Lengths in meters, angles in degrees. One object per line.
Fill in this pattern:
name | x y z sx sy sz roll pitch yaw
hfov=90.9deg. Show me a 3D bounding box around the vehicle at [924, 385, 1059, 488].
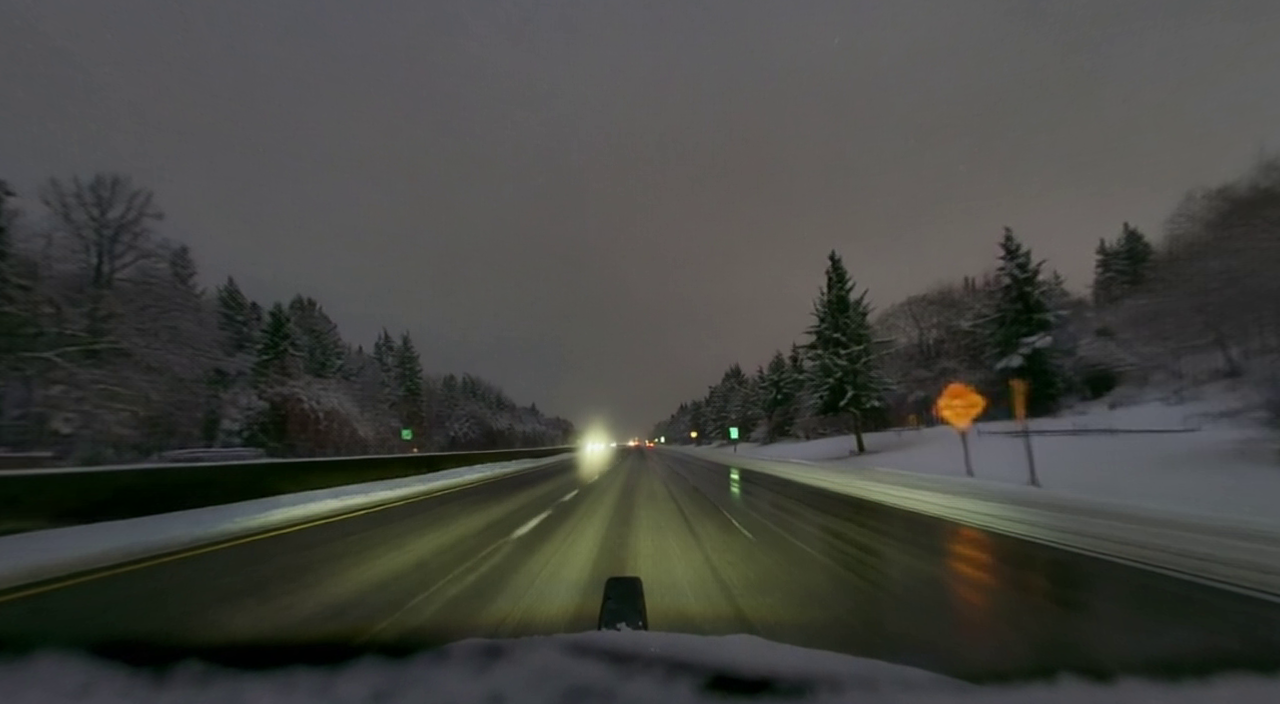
vehicle | 13.666 3.347 24.937 3.229 3.713 3.639 -1 -8 5
